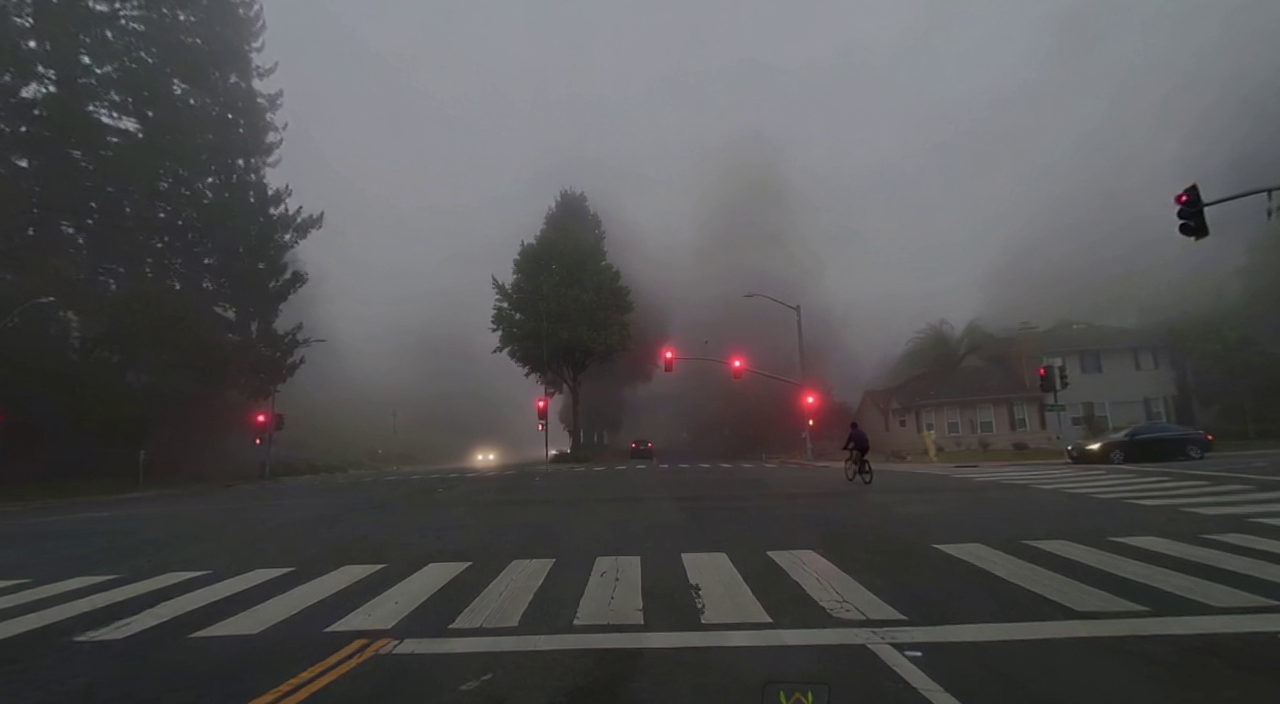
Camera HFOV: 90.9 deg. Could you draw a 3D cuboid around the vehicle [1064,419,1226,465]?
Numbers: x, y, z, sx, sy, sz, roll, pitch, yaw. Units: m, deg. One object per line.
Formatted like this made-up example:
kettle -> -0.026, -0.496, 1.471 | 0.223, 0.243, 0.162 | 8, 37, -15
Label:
vehicle -> 17.310, 3.107, 21.762 | 3.969, 1.493, 1.823 | 0, -9, 1
